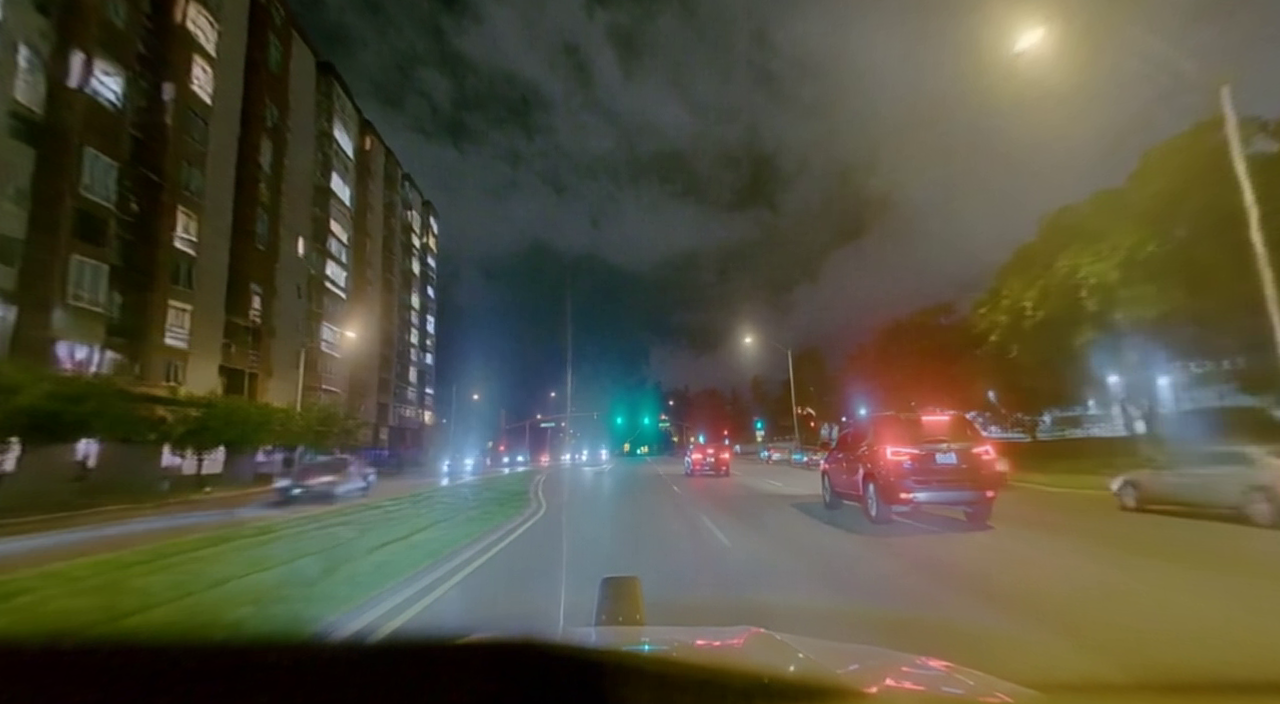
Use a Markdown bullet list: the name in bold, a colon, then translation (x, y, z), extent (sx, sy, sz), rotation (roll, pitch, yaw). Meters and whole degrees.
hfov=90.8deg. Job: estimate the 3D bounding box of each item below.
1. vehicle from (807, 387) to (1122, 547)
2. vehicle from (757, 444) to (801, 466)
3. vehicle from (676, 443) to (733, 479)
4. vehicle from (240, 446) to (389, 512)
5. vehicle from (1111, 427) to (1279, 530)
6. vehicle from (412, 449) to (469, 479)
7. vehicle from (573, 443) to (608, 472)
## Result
- **vehicle**: translation (4.872, 1.889, 10.946), extent (2.427, 2.017, 5.763), rotation (0, -9, 1)
- **vehicle**: translation (10.002, 7.446, 45.688), extent (2.014, 1.480, 4.783), rotation (0, -9, -1)
- **vehicle**: translation (2.830, 4.908, 28.651), extent (2.003, 1.480, 4.494), rotation (0, -9, -1)
- **vehicle**: translation (-9.077, 3.546, 18.121), extent (1.941, 1.639, 4.293), rotation (0, -9, 0)
- **vehicle**: translation (10.240, 1.987, 10.113), extent (1.865, 1.478, 4.599), rotation (0, -9, 0)
- **vehicle**: translation (-12.077, 6.796, 38.614), extent (2.027, 1.736, 4.694), rotation (0, -9, -1)
- **vehicle**: translation (-3.100, 6.699, 40.382), extent (2.065, 1.716, 4.265), rotation (0, -9, -3)
